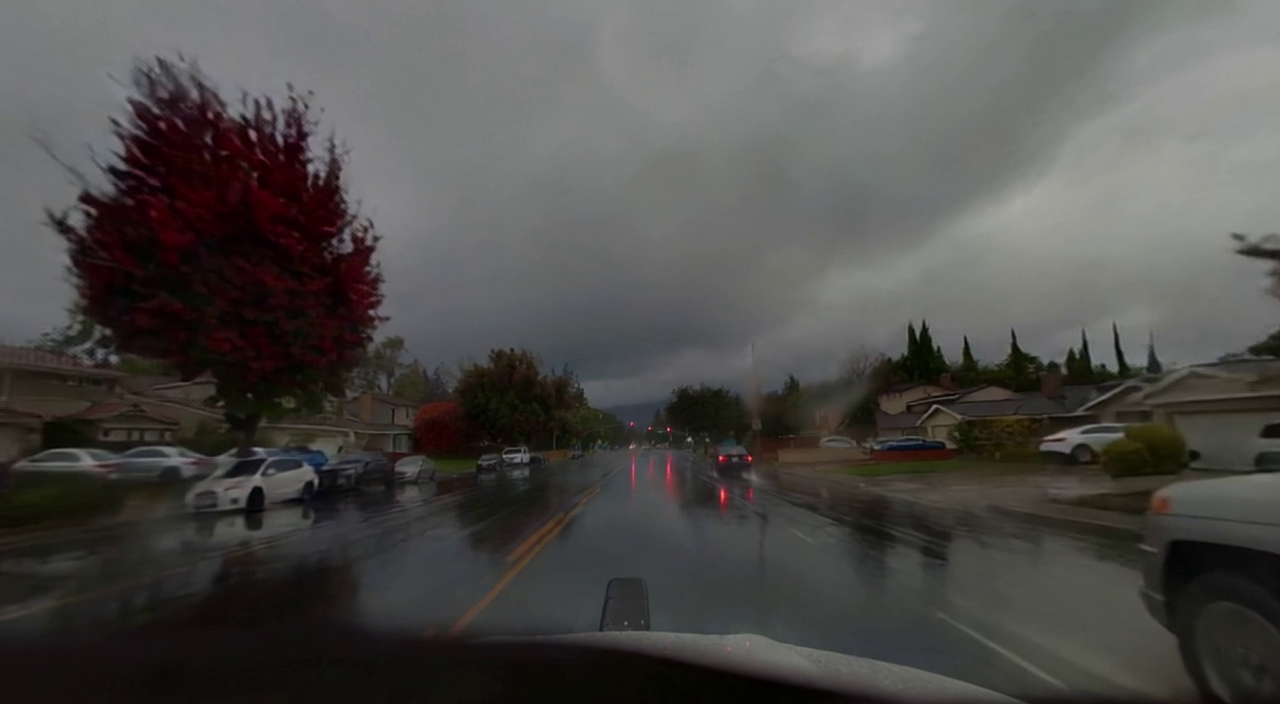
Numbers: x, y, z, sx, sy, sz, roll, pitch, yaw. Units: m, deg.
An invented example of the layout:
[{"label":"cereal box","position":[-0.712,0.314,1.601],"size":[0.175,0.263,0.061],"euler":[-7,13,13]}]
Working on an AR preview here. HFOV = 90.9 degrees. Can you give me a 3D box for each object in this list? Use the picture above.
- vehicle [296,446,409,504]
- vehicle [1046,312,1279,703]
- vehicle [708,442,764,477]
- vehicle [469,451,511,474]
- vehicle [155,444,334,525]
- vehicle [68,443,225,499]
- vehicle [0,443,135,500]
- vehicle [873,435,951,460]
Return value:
[{"label":"vehicle","position":[-10.586,4.501,23.614],"size":[2.231,1.736,4.630],"euler":[-4,-8,-3]},{"label":"vehicle","position":[4.027,0.558,1.284],"size":[2.497,1.889,5.833],"euler":[0,-9,0]},{"label":"vehicle","position":[4.398,4.989,29.512],"size":[1.956,1.492,4.425],"euler":[0,-9,0]},{"label":"vehicle","position":[-10.495,7.746,44.417],"size":[1.829,1.441,4.355],"euler":[0,-9,0]},{"label":"vehicle","position":[-10.709,3.556,17.596],"size":[2.083,1.791,4.585],"euler":[-5,-9,0]},{"label":"vehicle","position":[-17.544,4.212,22.753],"size":[1.914,1.792,4.470],"euler":[-1,-9,2]},{"label":"vehicle","position":[-20.416,4.146,22.072],"size":[1.918,1.767,4.063],"euler":[-3,-9,3]},{"label":"vehicle","position":[17.630,6.214,40.986],"size":[4.065,1.557,2.107],"euler":[0,-9,-1]}]
